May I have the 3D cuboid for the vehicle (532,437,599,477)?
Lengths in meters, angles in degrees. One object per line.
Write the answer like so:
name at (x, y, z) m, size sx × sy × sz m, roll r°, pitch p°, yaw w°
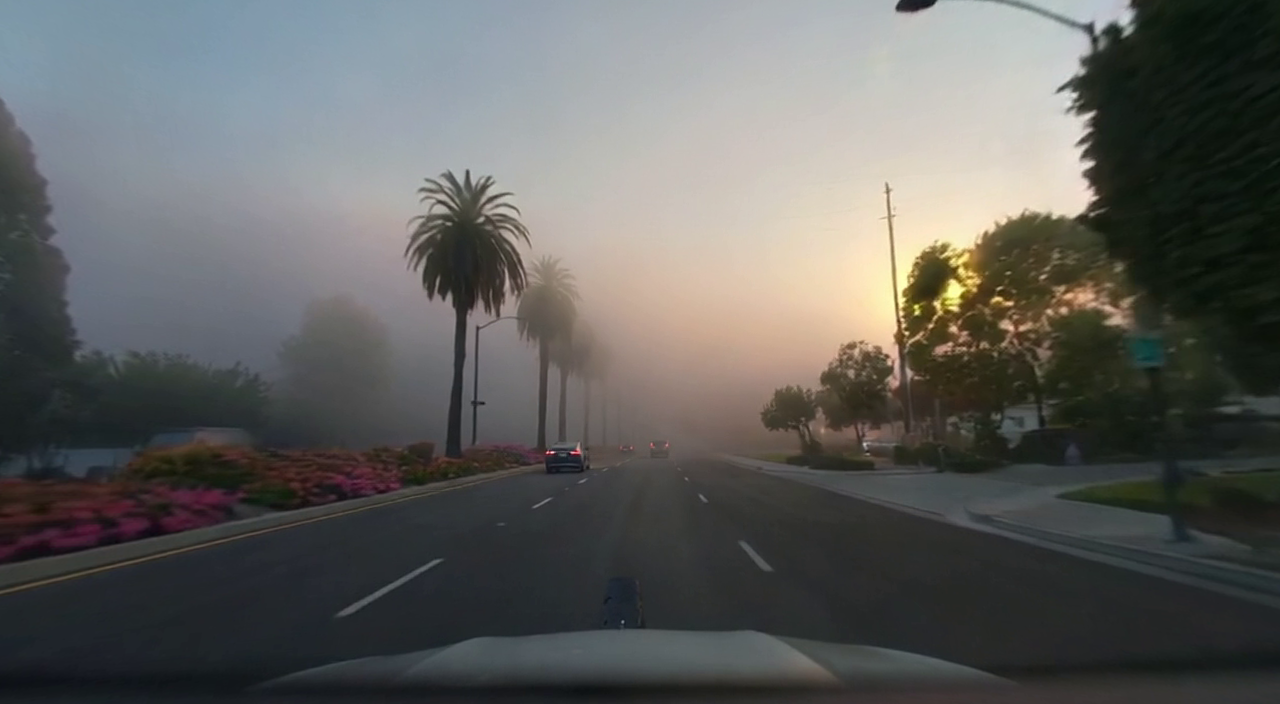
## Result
vehicle at (-2.969, 4.307, 26.033) m, size 2.036 × 1.478 × 4.508 m, roll 0°, pitch -8°, yaw 2°
